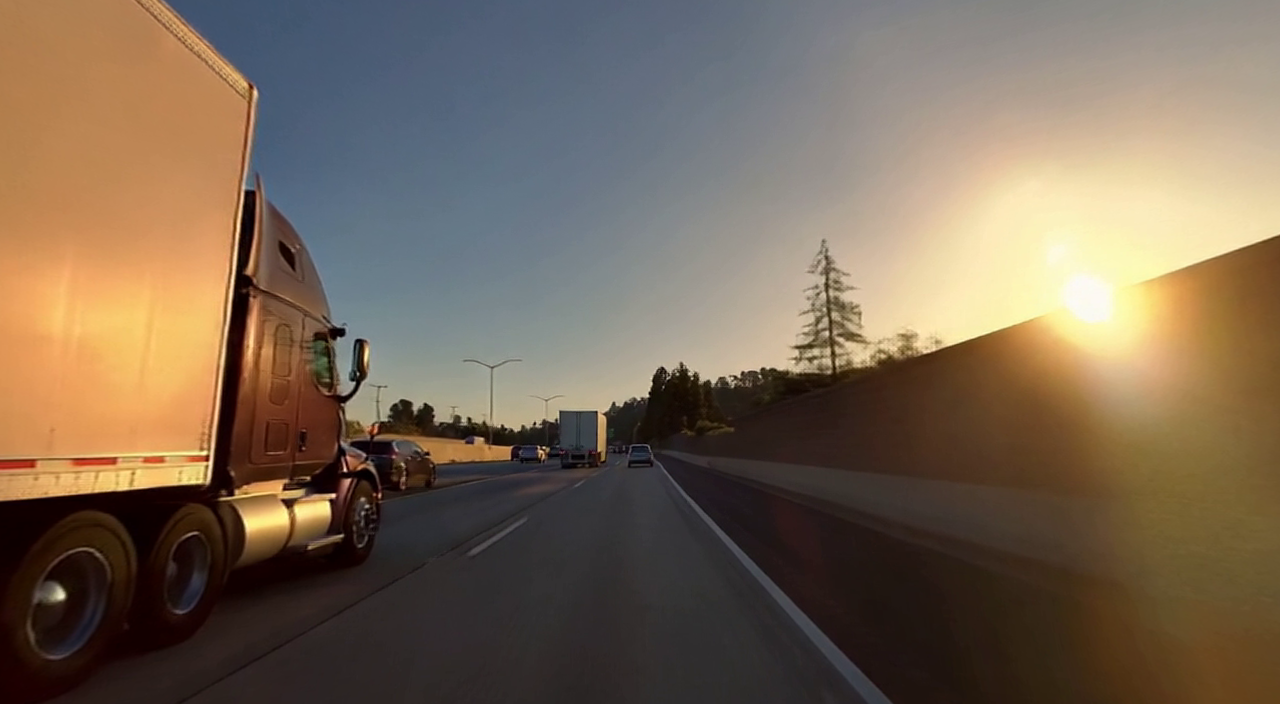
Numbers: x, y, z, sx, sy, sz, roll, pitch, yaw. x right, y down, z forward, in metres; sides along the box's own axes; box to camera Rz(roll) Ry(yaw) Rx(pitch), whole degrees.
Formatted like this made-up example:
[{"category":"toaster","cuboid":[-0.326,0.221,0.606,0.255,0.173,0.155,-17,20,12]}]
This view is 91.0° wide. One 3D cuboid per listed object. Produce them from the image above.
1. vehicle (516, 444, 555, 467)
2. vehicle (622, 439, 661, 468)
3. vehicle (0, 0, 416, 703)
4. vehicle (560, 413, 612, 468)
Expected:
[{"category":"vehicle","cuboid":[-7.216,7.151,43.809,1.962,1.489,4.002,0,-9,1]},{"category":"vehicle","cuboid":[0.115,6.081,37.756,2.178,1.640,4.071,0,-9,1]},{"category":"vehicle","cuboid":[-3.662,-0.047,1.035,3.025,3.266,9.256,0,-9,1]},{"category":"vehicle","cuboid":[-3.555,6.178,43.682,2.956,3.331,9.575,0,-9,-1]}]
